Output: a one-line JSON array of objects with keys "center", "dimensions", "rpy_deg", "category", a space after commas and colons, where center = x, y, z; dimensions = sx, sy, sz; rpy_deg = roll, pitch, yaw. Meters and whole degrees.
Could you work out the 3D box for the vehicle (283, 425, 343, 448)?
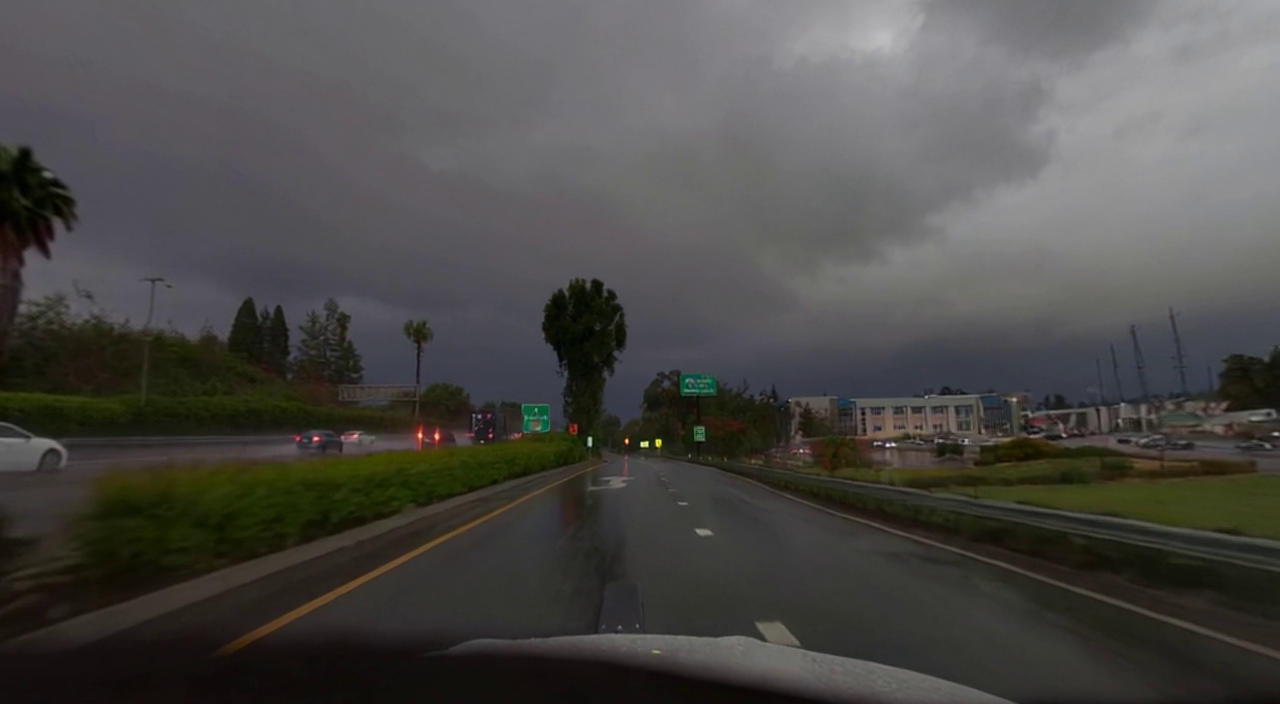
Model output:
[{"center": [-22.700, 5.882, 44.015], "dimensions": [1.933, 1.496, 4.516], "rpy_deg": [0, -8, -2], "category": "vehicle"}]
